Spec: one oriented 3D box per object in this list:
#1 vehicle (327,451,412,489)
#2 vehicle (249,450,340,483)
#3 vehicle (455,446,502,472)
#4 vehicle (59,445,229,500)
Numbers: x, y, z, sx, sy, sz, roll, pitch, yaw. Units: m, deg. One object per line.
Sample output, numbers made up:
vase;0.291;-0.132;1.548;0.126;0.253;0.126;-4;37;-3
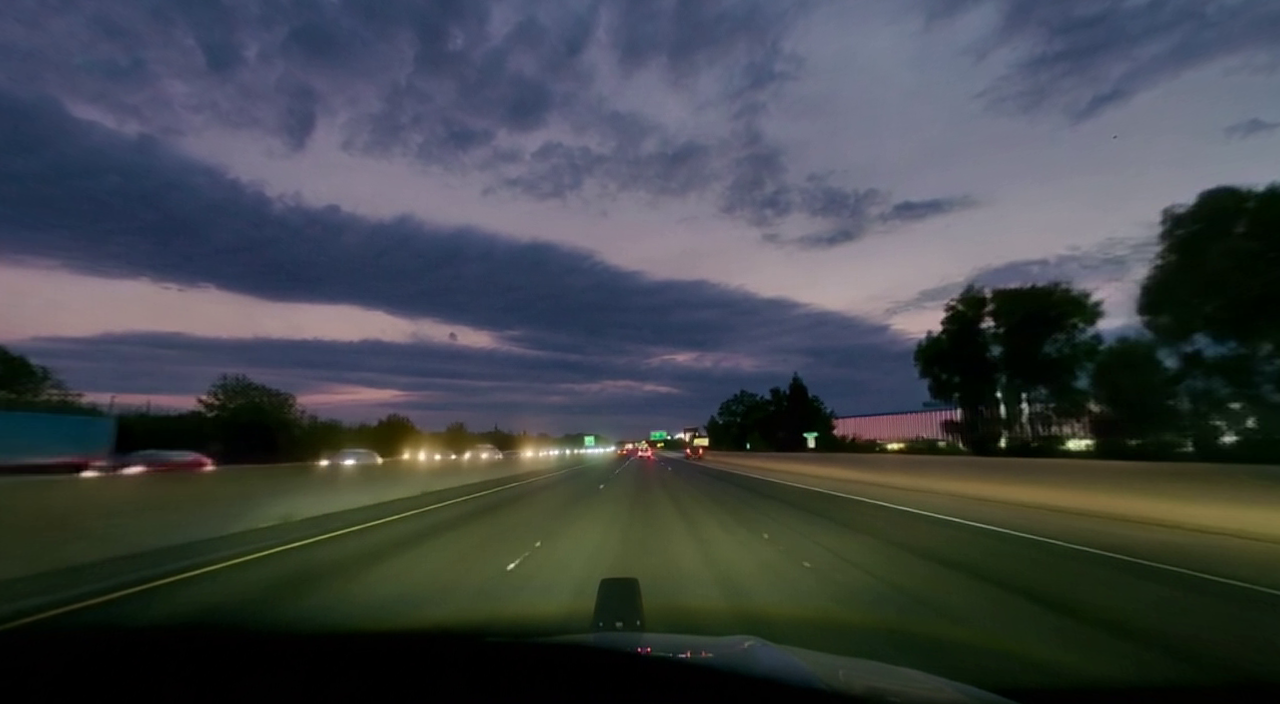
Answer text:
vehicle;-10.744;4.690;25.302;1.776;1.385;3.631;0;-9;0
vehicle;-16.752;5.559;30.865;1.863;1.478;4.653;0;-9;0
vehicle;-10.598;7.045;41.592;1.886;1.568;4.269;0;-9;1
vehicle;-15.654;3.809;20.267;1.894;1.553;4.341;0;-9;0
